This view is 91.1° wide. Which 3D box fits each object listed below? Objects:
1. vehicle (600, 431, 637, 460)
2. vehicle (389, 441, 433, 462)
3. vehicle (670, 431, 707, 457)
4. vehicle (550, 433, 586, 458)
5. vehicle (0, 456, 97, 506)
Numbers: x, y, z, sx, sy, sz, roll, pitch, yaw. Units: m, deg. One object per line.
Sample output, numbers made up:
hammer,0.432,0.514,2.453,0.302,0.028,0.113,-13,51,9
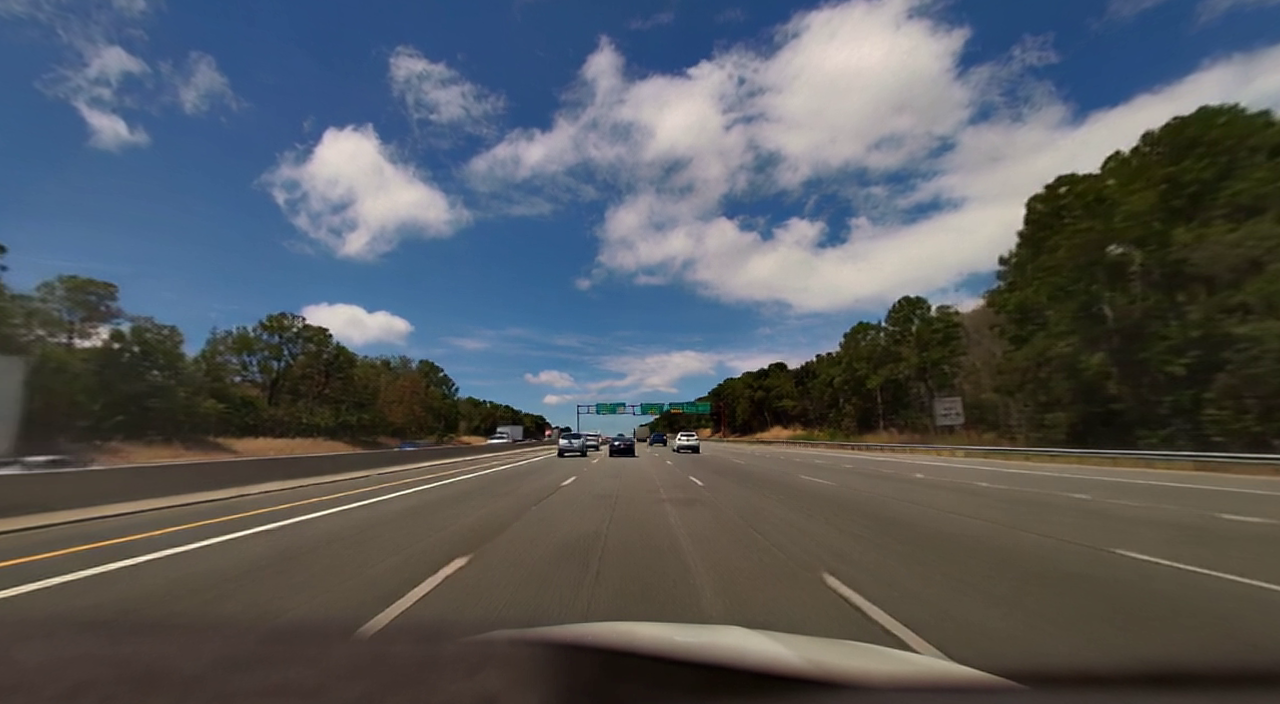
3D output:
vehicle,-1.251,5.574,37.674,2.119,1.629,3.946,0,-8,-1
vehicle,-17.883,7.740,49.255,1.886,1.517,4.079,0,-8,0
vehicle,3.210,6.206,42.651,2.066,1.673,4.225,0,-8,-2
vehicle,-4.886,6.397,43.279,2.046,1.658,4.008,0,-8,0
vehicle,-21.484,4.362,21.466,1.815,1.480,4.547,0,-8,-1
